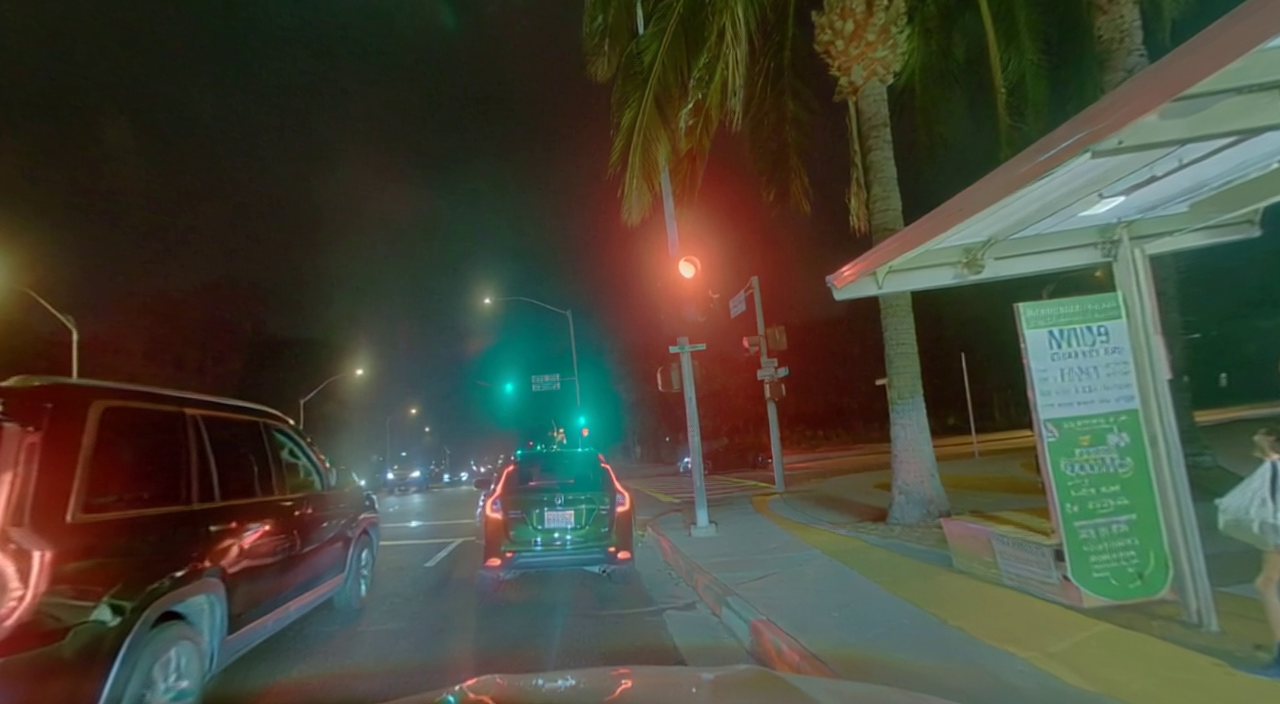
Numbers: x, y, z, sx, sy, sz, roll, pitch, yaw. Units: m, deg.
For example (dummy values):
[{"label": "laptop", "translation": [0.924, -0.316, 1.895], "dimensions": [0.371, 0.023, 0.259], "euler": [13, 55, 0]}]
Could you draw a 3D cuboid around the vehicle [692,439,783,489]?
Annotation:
[{"label": "vehicle", "translation": [4.928, 5.671, 32.168], "dimensions": [3.987, 1.636, 1.903], "euler": [9, 3, -10]}]

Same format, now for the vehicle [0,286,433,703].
[{"label": "vehicle", "translation": [-2.873, 1.039, 3.987], "dimensions": [2.098, 1.851, 4.571], "euler": [1, -9, -7]}]

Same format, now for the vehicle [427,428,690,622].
[{"label": "vehicle", "translation": [-0.983, 1.675, 7.186], "dimensions": [2.065, 1.467, 4.289], "euler": [1, -9, -10]}]
